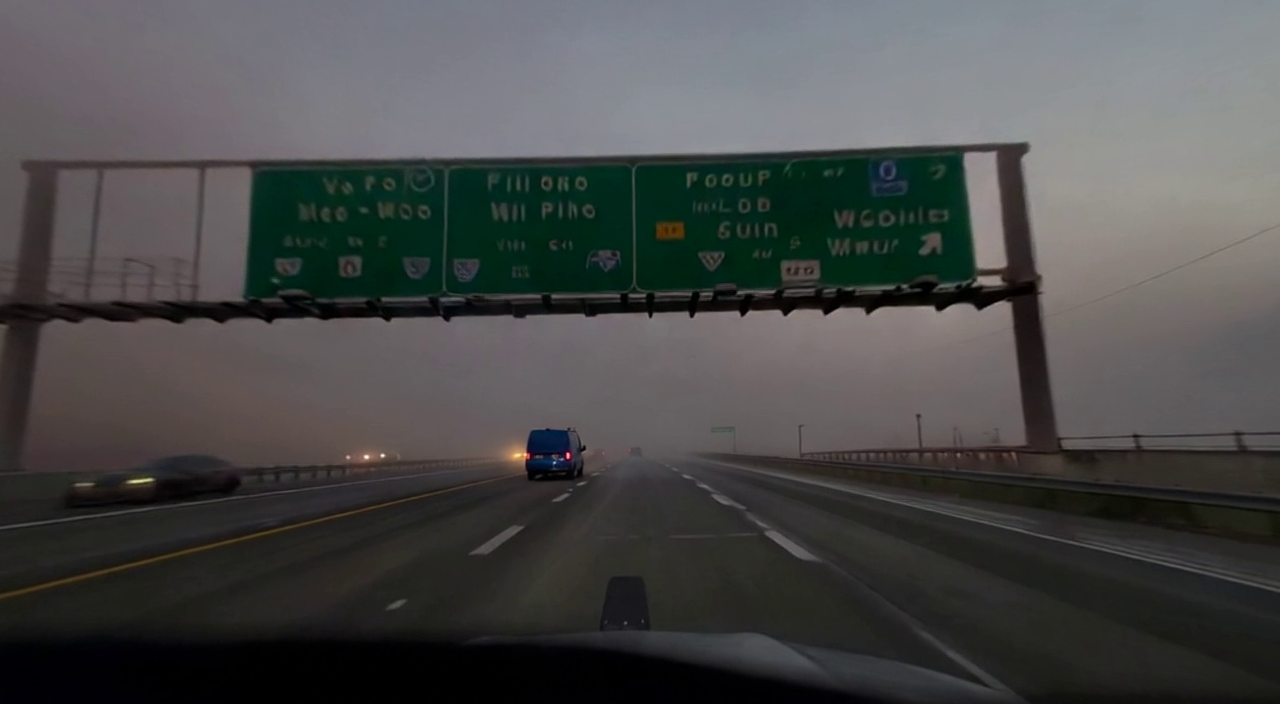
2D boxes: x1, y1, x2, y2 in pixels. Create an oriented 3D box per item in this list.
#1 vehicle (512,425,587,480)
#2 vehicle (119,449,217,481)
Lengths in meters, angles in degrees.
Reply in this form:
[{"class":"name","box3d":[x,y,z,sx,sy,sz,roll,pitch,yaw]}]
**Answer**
[{"class":"vehicle","box3d":[-3.527,4.024,25.431,2.281,2.025,4.586,0,-8,1]},{"class":"vehicle","box3d":[-23.998,5.733,32.213,1.801,1.452,4.238,0,-8,-1]}]
